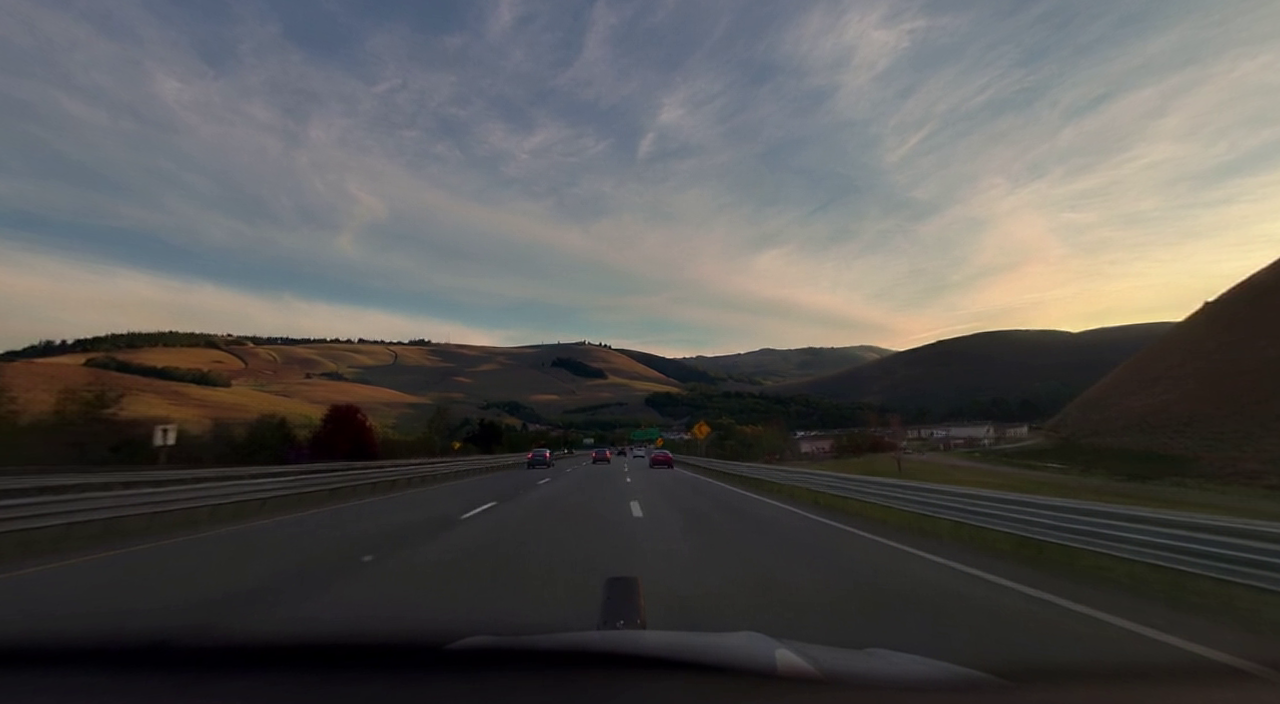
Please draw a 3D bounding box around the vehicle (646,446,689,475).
[{"bbox_3d":[1.466,6.030,35.176,2.019,1.475,4.301,0,-9,-2],"label":"vehicle"}]

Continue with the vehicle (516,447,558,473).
[{"bbox_3d":[-6.127,6.461,37.972,1.955,1.468,3.637,0,-9,-1],"label":"vehicle"}]
